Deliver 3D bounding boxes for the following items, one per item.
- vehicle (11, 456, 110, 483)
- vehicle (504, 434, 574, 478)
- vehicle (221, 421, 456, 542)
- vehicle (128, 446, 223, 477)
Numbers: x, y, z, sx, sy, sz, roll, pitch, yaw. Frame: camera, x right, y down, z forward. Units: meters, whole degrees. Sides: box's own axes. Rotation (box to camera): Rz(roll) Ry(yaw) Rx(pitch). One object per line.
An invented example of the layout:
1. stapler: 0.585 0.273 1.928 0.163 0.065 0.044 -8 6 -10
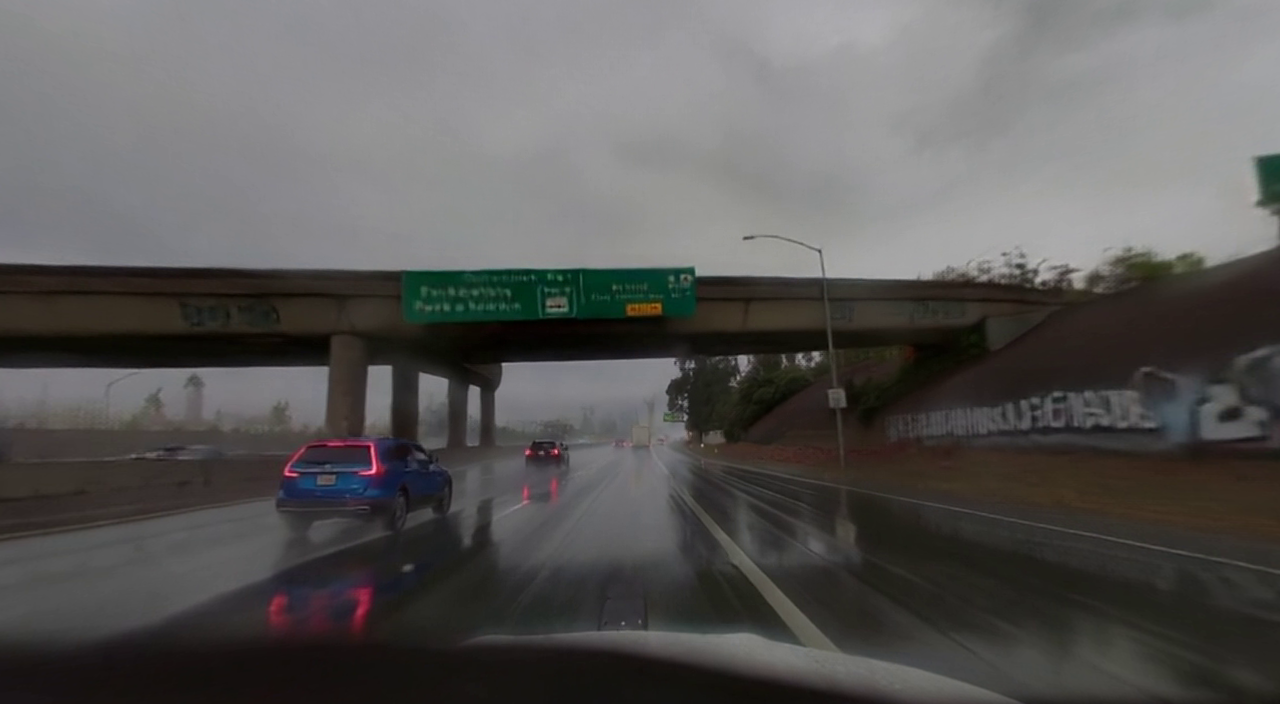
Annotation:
1. vehicle: -36.567 7.417 39.828 1.863 1.447 4.651 0 -8 0
2. vehicle: -4.096 4.316 26.340 2.154 1.693 4.394 0 -8 1
3. vehicle: -4.706 2.060 10.607 1.969 1.633 3.962 0 -8 0
4. vehicle: -24.853 5.850 33.813 1.809 1.520 4.355 0 -8 0
